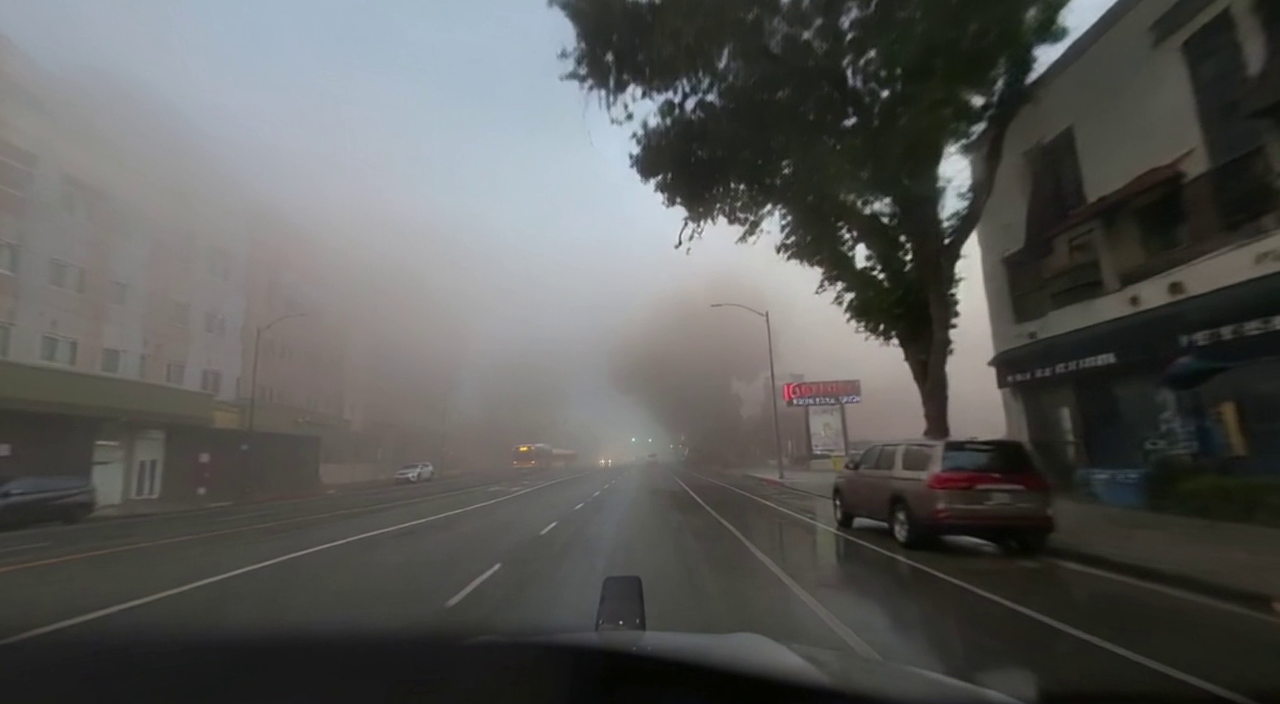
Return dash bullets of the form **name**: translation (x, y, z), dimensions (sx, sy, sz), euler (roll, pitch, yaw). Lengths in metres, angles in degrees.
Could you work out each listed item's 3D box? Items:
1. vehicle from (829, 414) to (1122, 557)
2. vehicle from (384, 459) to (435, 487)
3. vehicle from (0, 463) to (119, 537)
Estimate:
- **vehicle**: translation (5.159, 2.130, 10.868), dimensions (2.241, 1.832, 5.234), euler (0, -9, 1)
- **vehicle**: translation (-16.838, 8.842, 46.285), dimensions (1.896, 1.844, 4.620), euler (0, -9, 1)
- **vehicle**: translation (-17.455, 4.040, 17.359), dimensions (1.920, 1.796, 4.710), euler (0, -9, 3)
